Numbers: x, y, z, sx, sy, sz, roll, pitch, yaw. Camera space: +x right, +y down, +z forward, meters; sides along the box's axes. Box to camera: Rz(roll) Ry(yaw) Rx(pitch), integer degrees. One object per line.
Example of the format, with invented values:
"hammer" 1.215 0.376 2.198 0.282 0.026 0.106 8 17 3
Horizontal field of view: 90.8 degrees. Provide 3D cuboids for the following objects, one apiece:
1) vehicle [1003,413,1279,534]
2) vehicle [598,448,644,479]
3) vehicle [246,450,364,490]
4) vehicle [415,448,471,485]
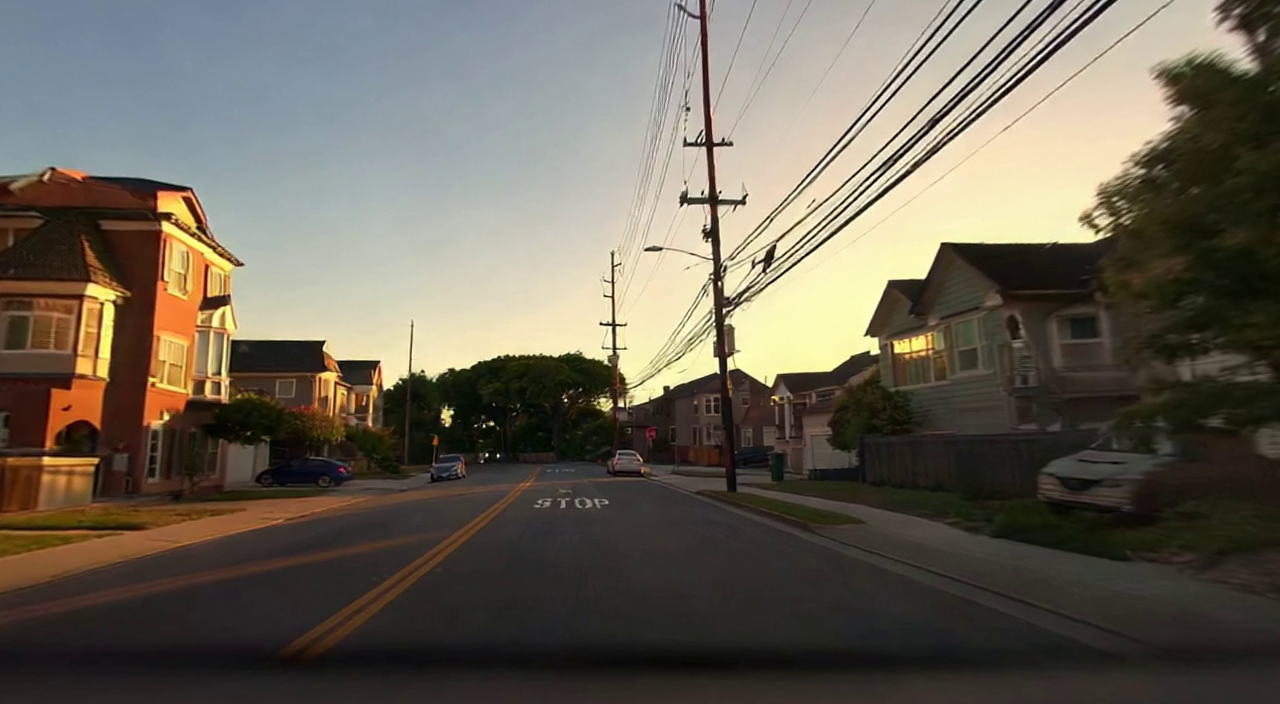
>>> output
"vehicle" 7.774 1.717 9.196 3.825 1.547 1.829 0 -9 -2
"vehicle" -1.121 6.031 34.505 2.080 1.531 4.415 1 -9 -7
"vehicle" -15.285 5.386 29.030 4.266 1.674 1.933 1 -9 -7
"vehicle" -11.137 6.462 36.023 2.156 1.728 4.619 -1 -7 -6
